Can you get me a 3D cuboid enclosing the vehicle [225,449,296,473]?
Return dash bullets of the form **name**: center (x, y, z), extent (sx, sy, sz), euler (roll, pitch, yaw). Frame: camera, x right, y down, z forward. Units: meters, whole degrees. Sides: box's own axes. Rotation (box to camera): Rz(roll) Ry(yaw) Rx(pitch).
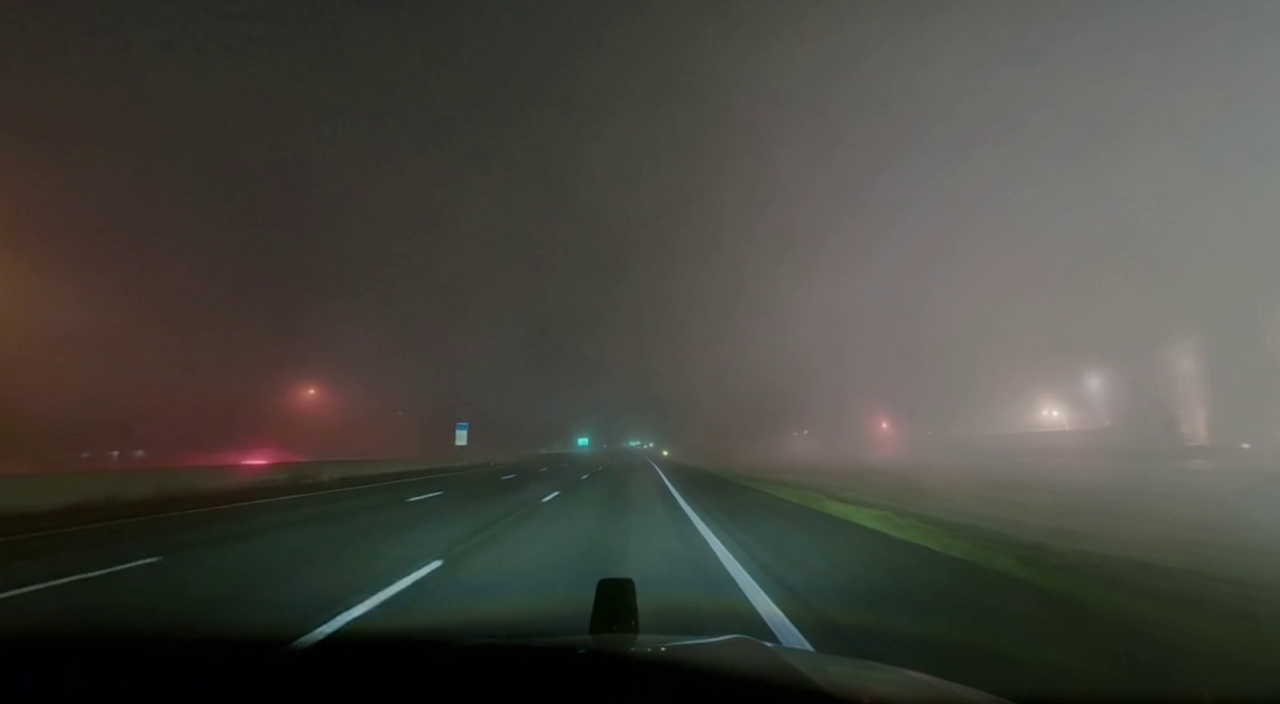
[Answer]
- **vehicle**: center (-26.418, 7.563, 44.187), extent (1.923, 1.563, 4.762), euler (0, -9, 1)
